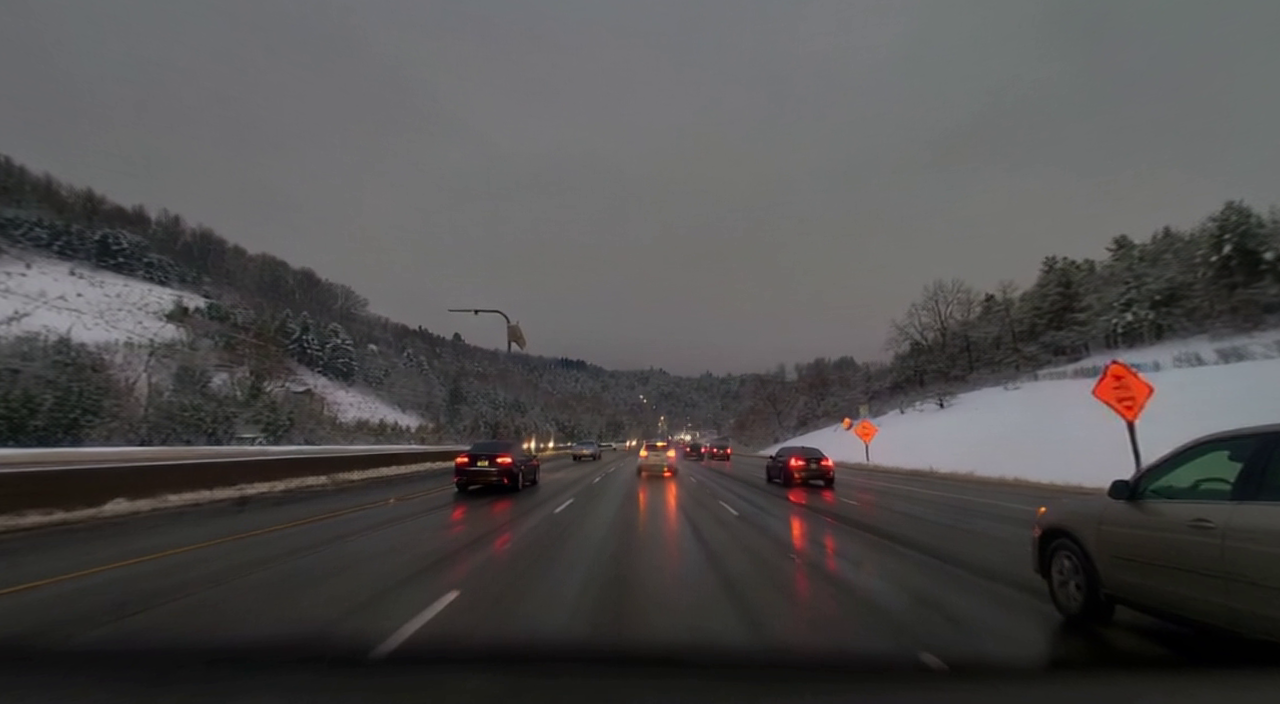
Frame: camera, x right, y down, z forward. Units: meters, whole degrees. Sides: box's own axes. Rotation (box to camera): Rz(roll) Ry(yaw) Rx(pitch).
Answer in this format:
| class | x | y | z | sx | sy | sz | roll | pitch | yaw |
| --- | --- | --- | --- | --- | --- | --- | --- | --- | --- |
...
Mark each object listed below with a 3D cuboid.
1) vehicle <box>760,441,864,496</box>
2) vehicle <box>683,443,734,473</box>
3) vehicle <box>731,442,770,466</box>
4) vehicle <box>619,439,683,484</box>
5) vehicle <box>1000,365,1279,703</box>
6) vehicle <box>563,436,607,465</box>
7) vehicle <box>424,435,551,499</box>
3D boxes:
| class | x | y | z | sx | sy | sz | roll | pitch | yaw |
| --- | --- | --- | --- | --- | --- | --- | --- | --- | --- |
| vehicle | 5.076 | 3.481 | 19.238 | 1.867 | 1.465 | 4.093 | 0 | -8 | -2 |
| vehicle | 3.530 | 5.531 | 33.202 | 2.177 | 1.453 | 4.205 | 0 | -8 | 0 |
| vehicle | 8.173 | 7.607 | 47.131 | 2.042 | 1.684 | 4.609 | 0 | -8 | 0 |
| vehicle | 0.374 | 3.992 | 23.320 | 2.138 | 1.473 | 4.392 | 0 | -8 | 0 |
| vehicle | 3.864 | 0.864 | 2.595 | 2.018 | 1.670 | 4.658 | 0 | -8 | 1 |
| vehicle | -3.289 | 6.019 | 38.714 | 2.234 | 1.675 | 4.527 | 0 | -8 | 1 |
| vehicle | -3.806 | 2.965 | 16.631 | 2.232 | 1.438 | 4.163 | 0 | -8 | 1 |
